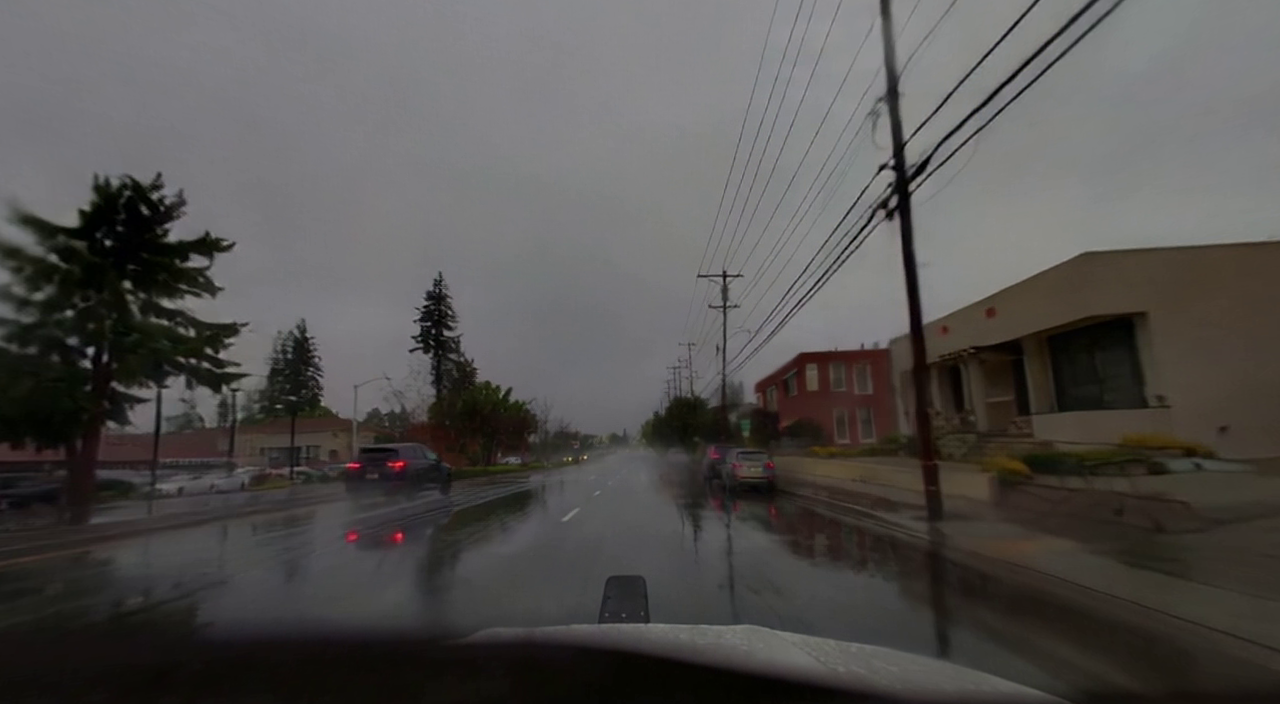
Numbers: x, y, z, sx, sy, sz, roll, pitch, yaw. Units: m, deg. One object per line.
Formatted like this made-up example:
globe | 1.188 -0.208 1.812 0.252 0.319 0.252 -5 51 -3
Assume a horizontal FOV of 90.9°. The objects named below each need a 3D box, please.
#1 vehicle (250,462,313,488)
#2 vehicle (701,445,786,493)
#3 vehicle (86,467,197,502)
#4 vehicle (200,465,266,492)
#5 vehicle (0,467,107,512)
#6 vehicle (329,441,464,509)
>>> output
vehicle | -25.559 8.753 45.117 1.926 1.557 4.385 0 -8 -1
vehicle | 3.559 4.105 22.623 2.259 1.500 4.474 0 -8 0
vehicle | -25.633 6.805 32.669 1.883 1.451 4.676 0 -8 1
vehicle | -25.617 7.956 39.848 1.706 1.435 3.899 0 -8 -2
vehicle | -25.683 5.708 26.500 1.912 1.538 5.264 0 -8 1
vehicle | -6.699 3.388 17.980 2.000 1.671 4.497 0 -8 1
